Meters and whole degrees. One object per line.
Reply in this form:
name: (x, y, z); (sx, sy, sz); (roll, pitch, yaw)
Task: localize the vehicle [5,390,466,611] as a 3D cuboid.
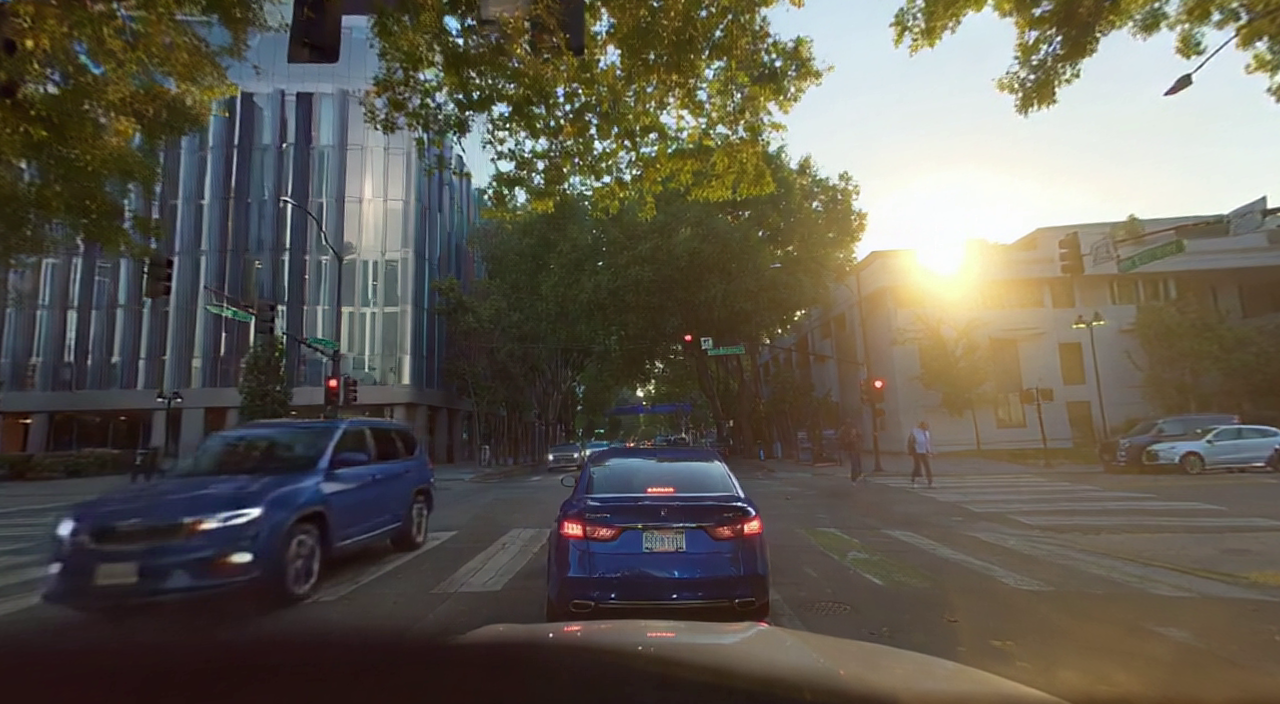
vehicle: (-4.329, 1.708, 8.359); (2.317, 1.924, 5.518); (0, -8, 2)

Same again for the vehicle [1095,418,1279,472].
vehicle: (19.145, 3.267, 22.214); (4.675, 1.772, 1.945); (0, -8, -1)

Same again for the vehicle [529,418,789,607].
vehicle: (-0.133, 1.647, 7.476); (1.893, 1.532, 4.145); (2, -9, -15)
